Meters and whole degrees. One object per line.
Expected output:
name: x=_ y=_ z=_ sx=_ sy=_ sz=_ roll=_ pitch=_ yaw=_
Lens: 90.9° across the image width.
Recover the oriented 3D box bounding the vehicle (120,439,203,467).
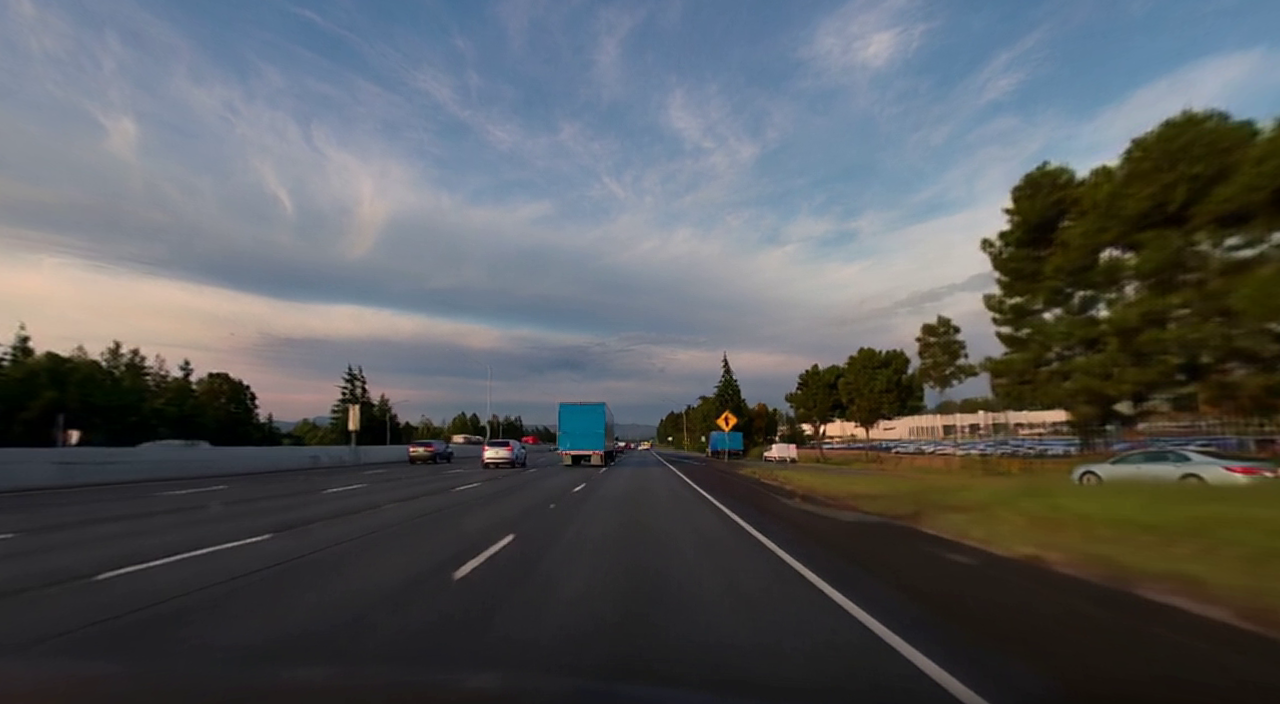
vehicle: x=-25.688 y=5.436 z=33.986 sx=1.644 sy=1.423 sz=3.554 roll=0 pitch=-8 yaw=0

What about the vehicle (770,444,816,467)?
vehicle: x=11.701 y=7.930 z=48.522 sx=2.083 sy=1.706 sz=4.129 roll=1 pitch=-8 yaw=-7

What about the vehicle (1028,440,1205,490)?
vehicle: x=16.186 y=3.839 z=21.853 sx=2.022 sy=1.505 sz=4.786 roll=1 pitch=-8 yaw=-8

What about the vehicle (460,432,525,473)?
vehicle: x=-7.151 y=4.917 z=31.049 sx=2.058 sy=1.840 sz=4.443 roll=0 pitch=-8 yaw=1

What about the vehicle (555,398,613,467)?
vehicle: x=-3.555 y=5.657 z=43.511 sx=2.905 sy=4.037 sz=12.921 roll=0 pitch=-8 yaw=0

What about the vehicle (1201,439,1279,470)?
vehicle: x=32.377 y=5.311 z=32.876 sx=4.737 sy=1.464 sz=1.914 roll=0 pitch=-9 yaw=-9

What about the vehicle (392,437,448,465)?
vehicle: x=-14.379 y=6.473 z=41.457 sx=1.997 sy=1.695 sz=4.492 roll=0 pitch=-8 yaw=1
